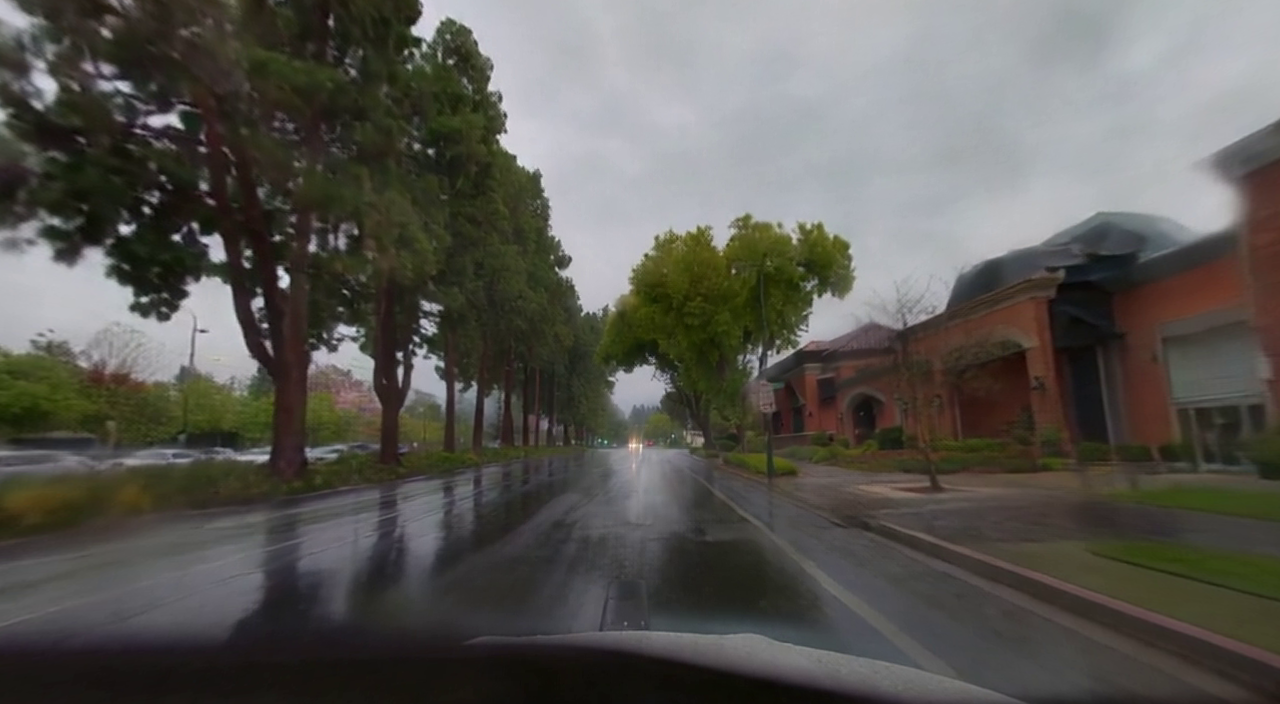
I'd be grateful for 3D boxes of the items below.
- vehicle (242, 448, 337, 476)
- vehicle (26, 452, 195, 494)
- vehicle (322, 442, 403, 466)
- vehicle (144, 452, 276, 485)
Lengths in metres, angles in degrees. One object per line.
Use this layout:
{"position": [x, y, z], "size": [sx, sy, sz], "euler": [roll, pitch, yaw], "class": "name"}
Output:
{"position": [-19.116, 5.991, 34.501], "size": [4.005, 1.433, 1.953], "euler": [0, -8, 0], "class": "vehicle"}
{"position": [-19.812, 4.538, 23.760], "size": [4.503, 1.462, 1.993], "euler": [0, -8, -1], "class": "vehicle"}
{"position": [-18.836, 6.935, 42.905], "size": [4.606, 1.544, 1.965], "euler": [0, -8, 0], "class": "vehicle"}
{"position": [-19.535, 5.278, 28.775], "size": [4.567, 1.402, 1.910], "euler": [0, -8, 0], "class": "vehicle"}
